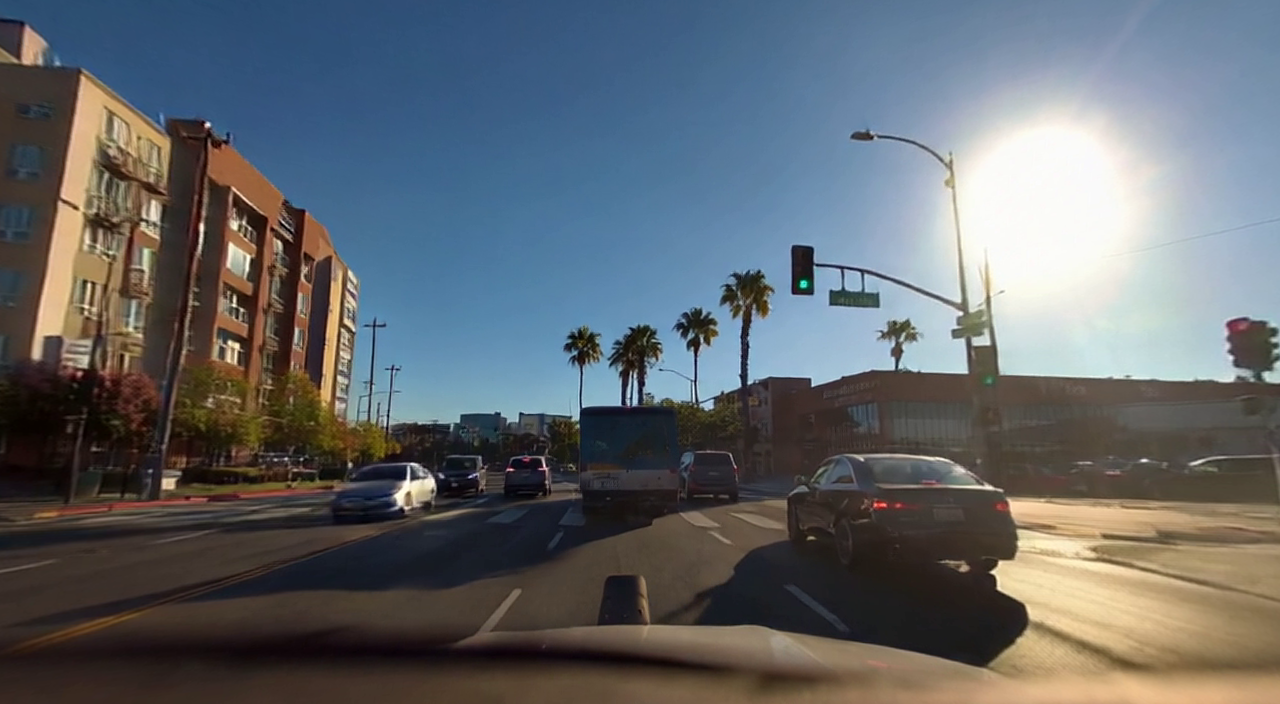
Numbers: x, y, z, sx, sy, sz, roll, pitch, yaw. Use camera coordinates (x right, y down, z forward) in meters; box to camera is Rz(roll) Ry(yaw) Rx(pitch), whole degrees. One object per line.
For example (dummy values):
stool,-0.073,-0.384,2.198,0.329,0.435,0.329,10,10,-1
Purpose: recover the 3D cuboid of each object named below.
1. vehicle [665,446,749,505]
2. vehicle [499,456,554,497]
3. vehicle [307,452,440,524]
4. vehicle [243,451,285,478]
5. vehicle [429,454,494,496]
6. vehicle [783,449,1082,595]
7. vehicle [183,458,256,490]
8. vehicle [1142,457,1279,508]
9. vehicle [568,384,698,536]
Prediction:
vehicle,2.375,4.587,23.914,2.157,1.944,5.423,1,-9,-5
vehicle,-4.860,5.360,27.413,2.033,1.555,4.408,1,-9,-6
vehicle,-6.511,3.321,15.857,1.801,1.524,3.974,0,-9,-3
vehicle,-29.082,8.684,48.672,1.981,1.887,4.441,3,-9,-22
vehicle,-7.999,5.527,28.537,2.165,1.690,4.322,1,-9,-7
vehicle,3.676,2.186,9.088,1.978,1.507,4.636,0,-9,-2
vehicle,-24.046,6.966,36.071,1.974,1.597,4.606,2,-9,-14
vehicle,23.947,5.220,25.560,2.111,1.804,4.910,5,-10,-27
vehicle,-0.389,2.562,15.423,2.517,2.926,6.177,1,-9,-5
